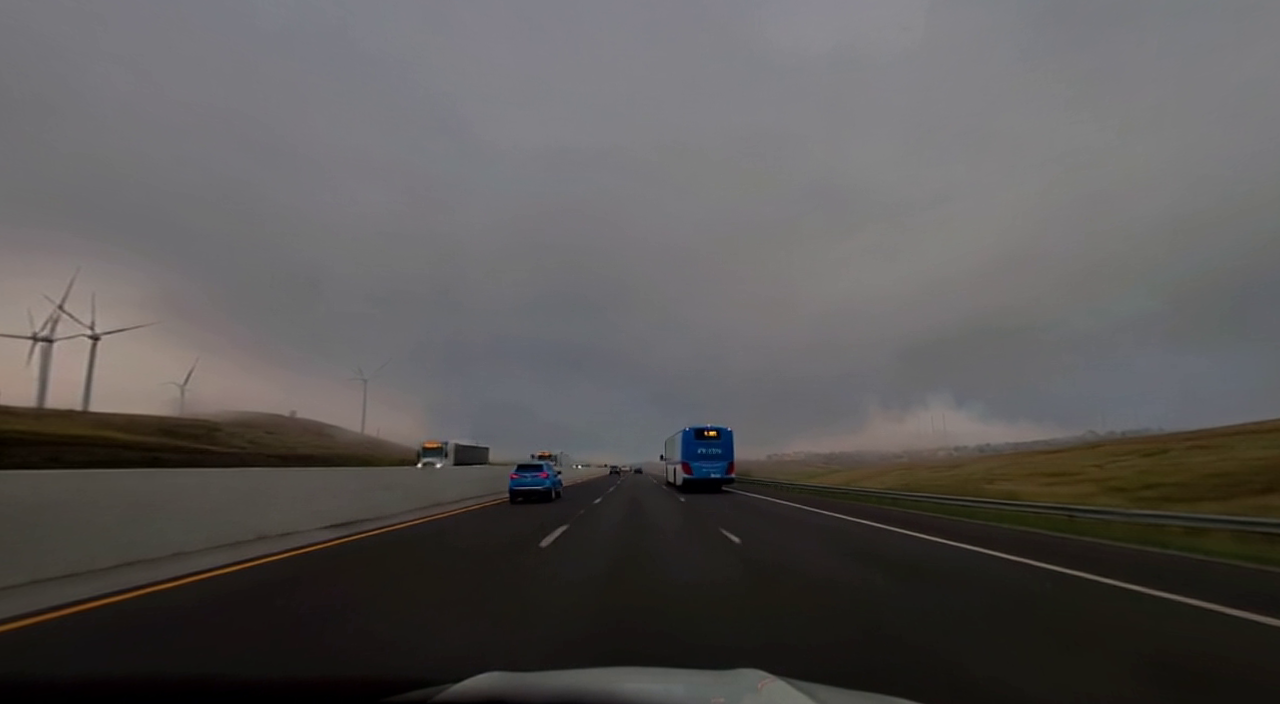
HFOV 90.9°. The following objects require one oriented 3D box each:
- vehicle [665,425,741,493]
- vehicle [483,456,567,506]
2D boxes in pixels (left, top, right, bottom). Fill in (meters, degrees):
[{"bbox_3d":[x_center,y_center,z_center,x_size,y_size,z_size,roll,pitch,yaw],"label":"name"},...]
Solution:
[{"bbox_3d":[3.609,6.979,40.654,2.941,3.574,14.463,1,-10,-2],"label":"vehicle"},{"bbox_3d":[-3.971,4.585,22.598,2.213,1.568,4.274,1,-10,0],"label":"vehicle"}]
